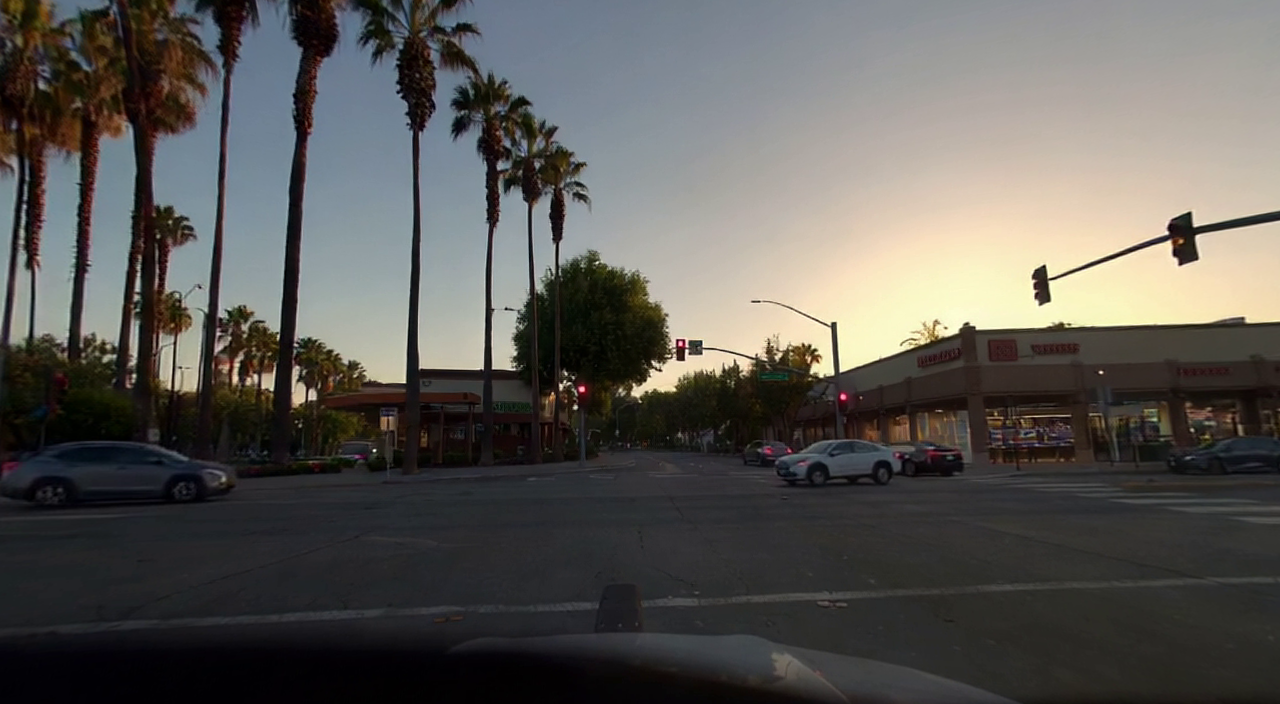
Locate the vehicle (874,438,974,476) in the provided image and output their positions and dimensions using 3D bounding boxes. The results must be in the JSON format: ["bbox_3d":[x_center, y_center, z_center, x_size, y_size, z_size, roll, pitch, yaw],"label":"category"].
[{"bbox_3d":[12.762,4.700,28.305,3.826,1.572,1.890,-5,-10,31],"label":"vehicle"}]

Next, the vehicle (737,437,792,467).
[{"bbox_3d":[7.116,5.770,36.478,1.867,1.653,4.596,1,-9,-6],"label":"vehicle"}]

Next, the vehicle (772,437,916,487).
[{"bbox_3d":[6.570,3.539,20.449,4.035,1.512,1.828,2,-9,-15],"label":"vehicle"}]

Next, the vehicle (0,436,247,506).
[{"bbox_3d":[-13.472,3.101,16.794,4.603,1.653,1.999,3,-9,-19],"label":"vehicle"}]
